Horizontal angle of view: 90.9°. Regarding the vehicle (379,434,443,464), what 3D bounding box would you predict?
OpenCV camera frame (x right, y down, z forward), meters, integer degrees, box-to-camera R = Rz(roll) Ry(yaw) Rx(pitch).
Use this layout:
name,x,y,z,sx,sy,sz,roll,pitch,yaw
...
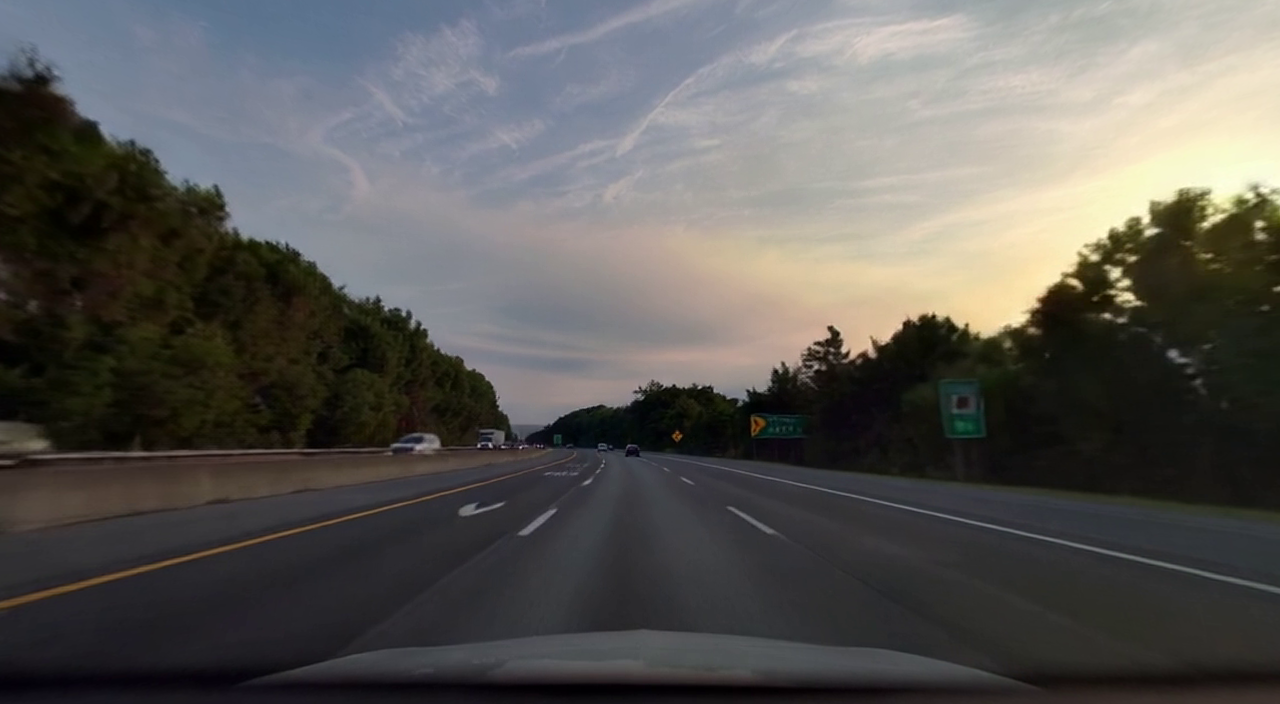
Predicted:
name,x,y,z,sx,sy,sz,roll,pitch,yaw
vehicle,-12.941,5.530,35.921,1.995,1.588,4.680,0,-9,-2
